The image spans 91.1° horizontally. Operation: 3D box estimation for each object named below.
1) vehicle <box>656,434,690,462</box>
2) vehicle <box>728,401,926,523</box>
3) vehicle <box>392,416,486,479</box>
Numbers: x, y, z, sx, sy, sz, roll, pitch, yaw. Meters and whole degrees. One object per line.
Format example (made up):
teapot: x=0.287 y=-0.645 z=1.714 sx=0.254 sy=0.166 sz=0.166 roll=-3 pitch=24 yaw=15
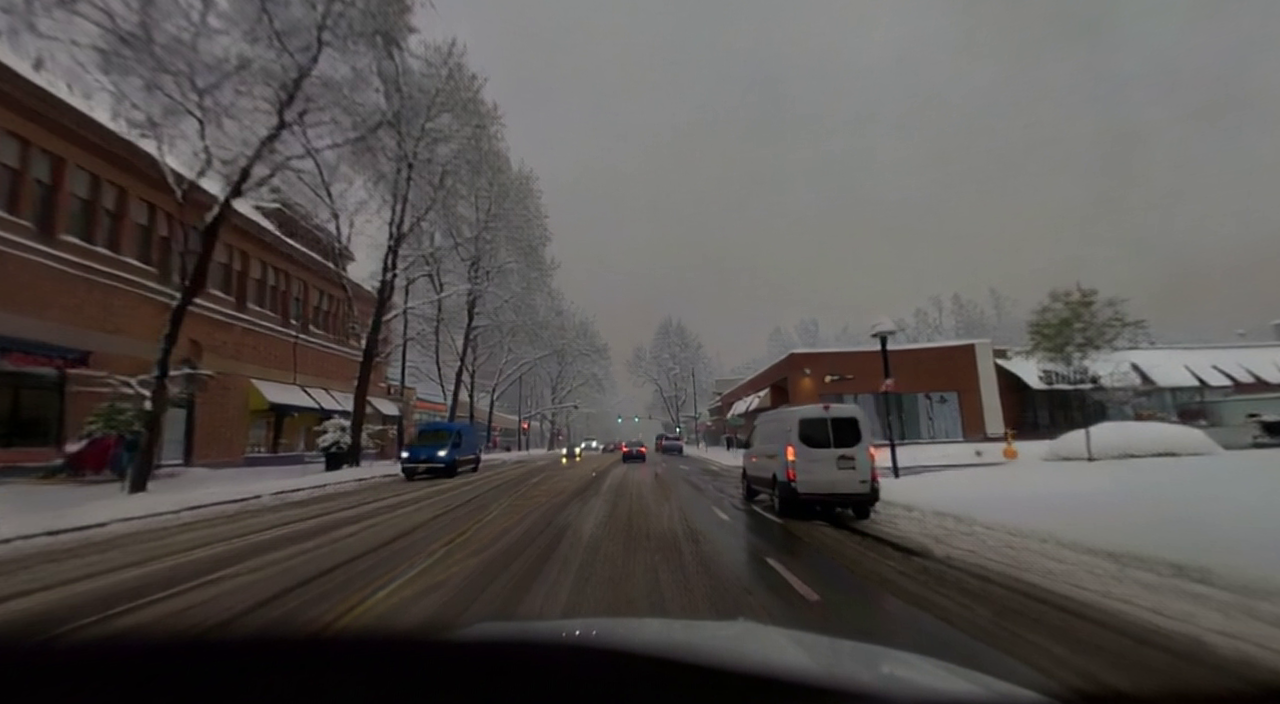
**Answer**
vehicle: x=2.480 y=7.043 z=46.304 sx=2.147 sy=1.968 sz=4.478 roll=-1 pitch=-8 yaw=7
vehicle: x=3.439 y=2.160 z=12.954 sx=2.357 sy=1.986 sz=5.136 roll=0 pitch=-8 yaw=-2
vehicle: x=-9.022 y=4.339 z=28.941 sx=2.348 sy=2.588 sz=5.860 roll=0 pitch=-8 yaw=0
